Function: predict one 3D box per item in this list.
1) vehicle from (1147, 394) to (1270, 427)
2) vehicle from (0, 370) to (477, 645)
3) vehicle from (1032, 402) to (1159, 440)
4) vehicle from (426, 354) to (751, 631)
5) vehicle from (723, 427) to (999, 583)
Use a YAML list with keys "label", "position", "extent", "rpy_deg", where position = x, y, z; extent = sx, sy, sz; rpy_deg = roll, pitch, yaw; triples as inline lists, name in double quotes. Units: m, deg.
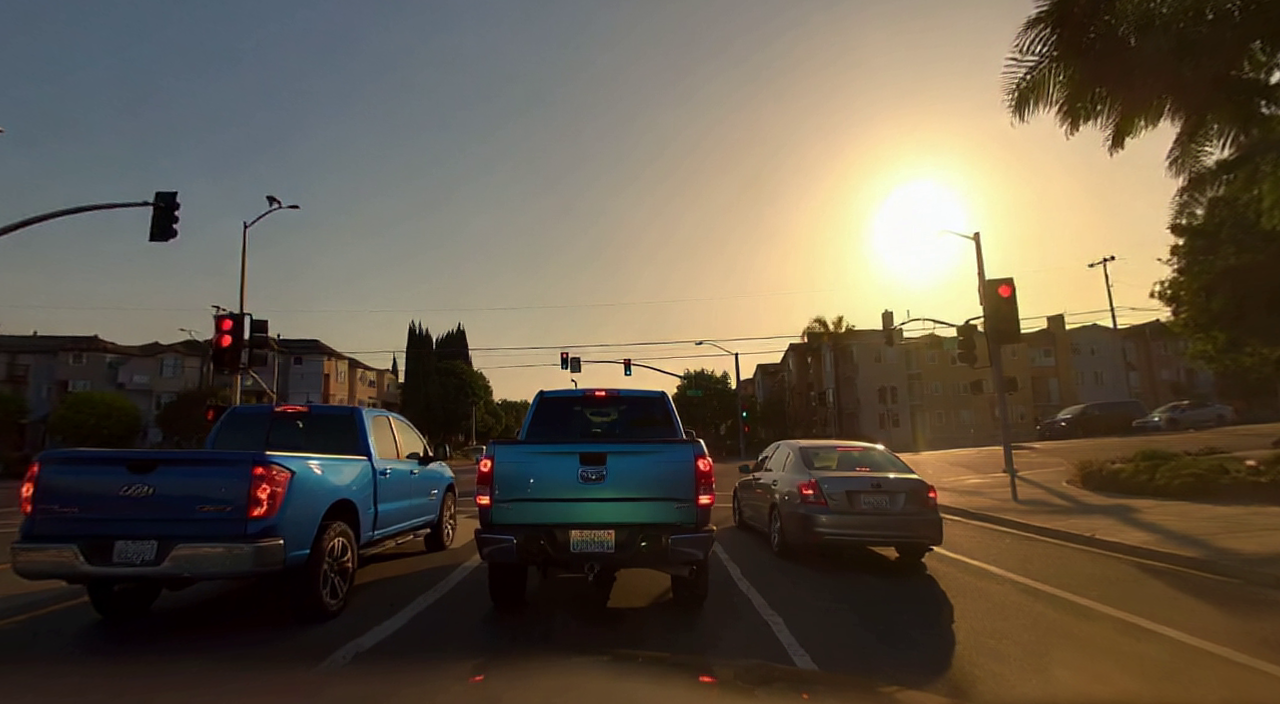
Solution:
- label: "vehicle"
  position: [29.320, 3.043, 32.661]
  extent: [4.540, 1.543, 1.803]
  rpy_deg: [0, -9, 0]
- label: "vehicle"
  position: [-3.464, 1.417, 6.881]
  extent: [2.146, 1.828, 5.148]
  rpy_deg: [0, -9, -2]
- label: "vehicle"
  position: [23.290, 3.590, 32.481]
  extent: [4.721, 1.866, 2.188]
  rpy_deg: [0, -9, 2]
- label: "vehicle"
  position: [-0.398, 1.313, 6.770]
  extent: [2.282, 1.964, 4.421]
  rpy_deg: [0, -9, -1]
- label: "vehicle"
  position: [2.421, 1.803, 8.323]
  extent: [2.016, 1.481, 4.336]
  rpy_deg: [0, -9, -1]
